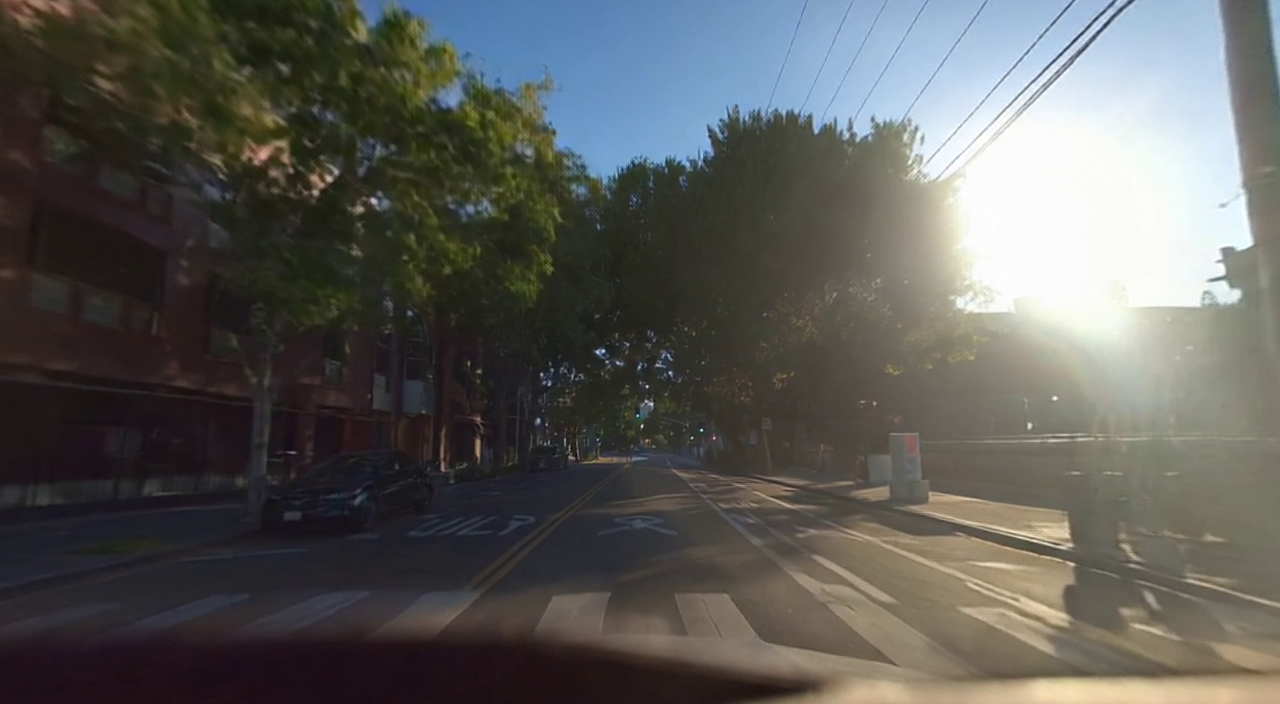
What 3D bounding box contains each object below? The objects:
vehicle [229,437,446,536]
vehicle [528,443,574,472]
[{"bbox_3d":[-5.874,2.633,13.089,2.223,1.658,4.621,0,-8,0],"label":"vehicle"},{"bbox_3d":[-5.531,6.598,39.771,2.147,1.701,4.879,0,-8,1],"label":"vehicle"}]
